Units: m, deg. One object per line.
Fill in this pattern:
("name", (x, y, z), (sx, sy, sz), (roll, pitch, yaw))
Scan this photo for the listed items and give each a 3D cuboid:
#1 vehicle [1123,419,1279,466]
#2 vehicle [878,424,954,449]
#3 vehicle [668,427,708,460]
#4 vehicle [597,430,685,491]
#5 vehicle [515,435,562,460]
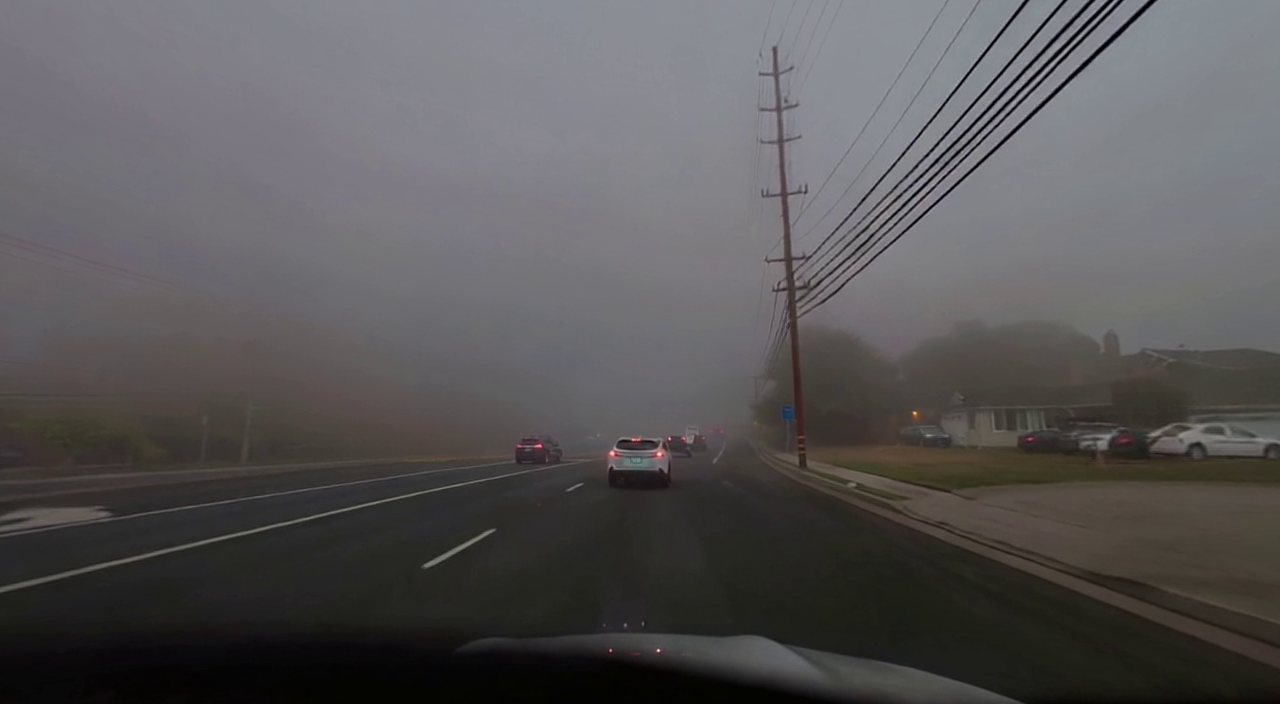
("vehicle", (20.902, 3.343, 23.112), (4.674, 1.500, 1.889), (1, -9, 7))
("vehicle", (20.535, 6.329, 47.092), (4.739, 1.708, 1.976), (-2, -9, 9))
("vehicle", (3.140, 5.854, 40.215), (2.158, 1.939, 4.935), (-2, -9, 9))
("vehicle", (0.149, 2.988, 17.599), (2.117, 1.474, 4.036), (-1, -8, 5))
("vehicle", (-6.596, 6.246, 41.294), (1.983, 1.485, 4.159), (-1, -8, 6))
